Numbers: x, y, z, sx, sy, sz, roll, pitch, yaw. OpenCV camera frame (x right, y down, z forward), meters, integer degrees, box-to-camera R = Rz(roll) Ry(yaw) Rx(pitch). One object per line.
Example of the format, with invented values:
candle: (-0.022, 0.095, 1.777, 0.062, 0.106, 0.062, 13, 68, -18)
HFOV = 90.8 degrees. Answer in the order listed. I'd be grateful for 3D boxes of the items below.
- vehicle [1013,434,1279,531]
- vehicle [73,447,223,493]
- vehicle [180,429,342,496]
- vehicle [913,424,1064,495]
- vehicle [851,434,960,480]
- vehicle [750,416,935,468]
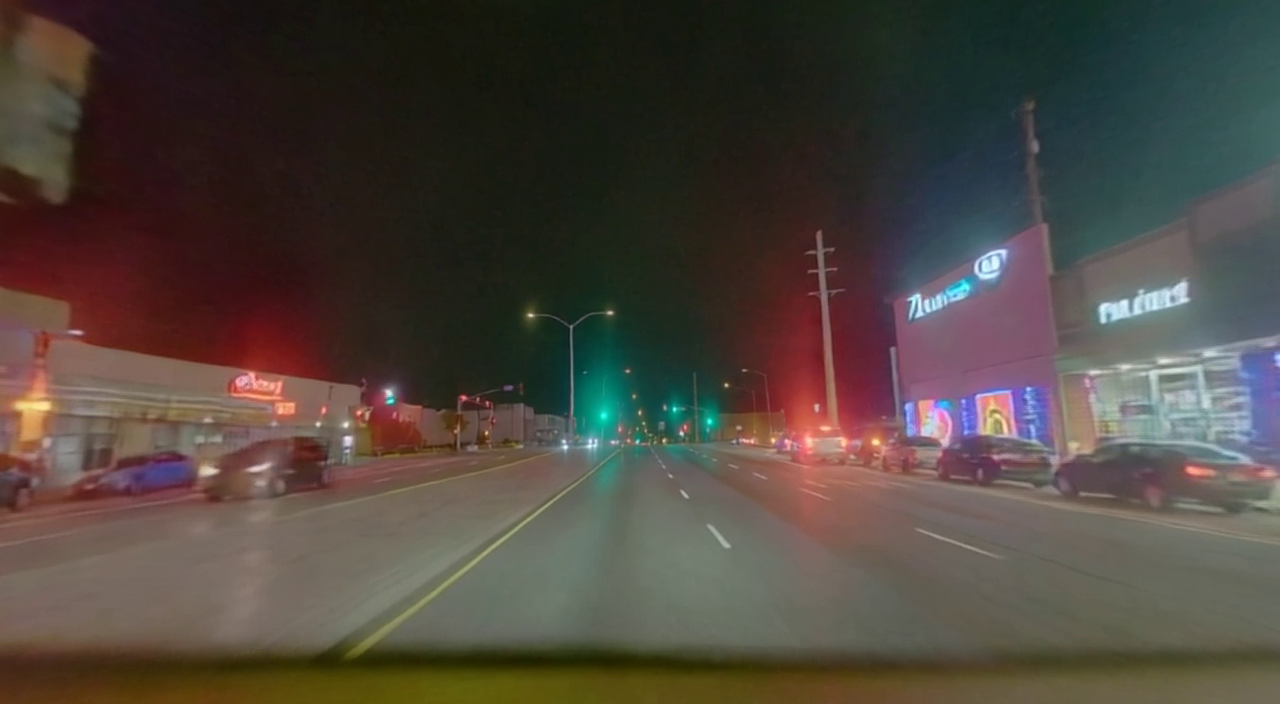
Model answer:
vehicle: (9.785, 2.412, 12.353, 1.913, 1.492, 4.787, 0, -9, -2)
vehicle: (-17.996, 4.296, 23.443, 1.951, 1.524, 4.409, 0, -9, 1)
vehicle: (-10.966, 3.237, 18.772, 2.027, 1.722, 4.471, 0, -9, 0)
vehicle: (9.936, 3.108, 18.467, 1.925, 1.808, 4.255, 0, -9, 0)
vehicle: (9.751, 3.906, 23.686, 1.876, 1.511, 4.726, 0, -9, -2)
vehicle: (9.820, 4.467, 30.582, 6.552, 2.004, 6.229, -10, -13, 38)
